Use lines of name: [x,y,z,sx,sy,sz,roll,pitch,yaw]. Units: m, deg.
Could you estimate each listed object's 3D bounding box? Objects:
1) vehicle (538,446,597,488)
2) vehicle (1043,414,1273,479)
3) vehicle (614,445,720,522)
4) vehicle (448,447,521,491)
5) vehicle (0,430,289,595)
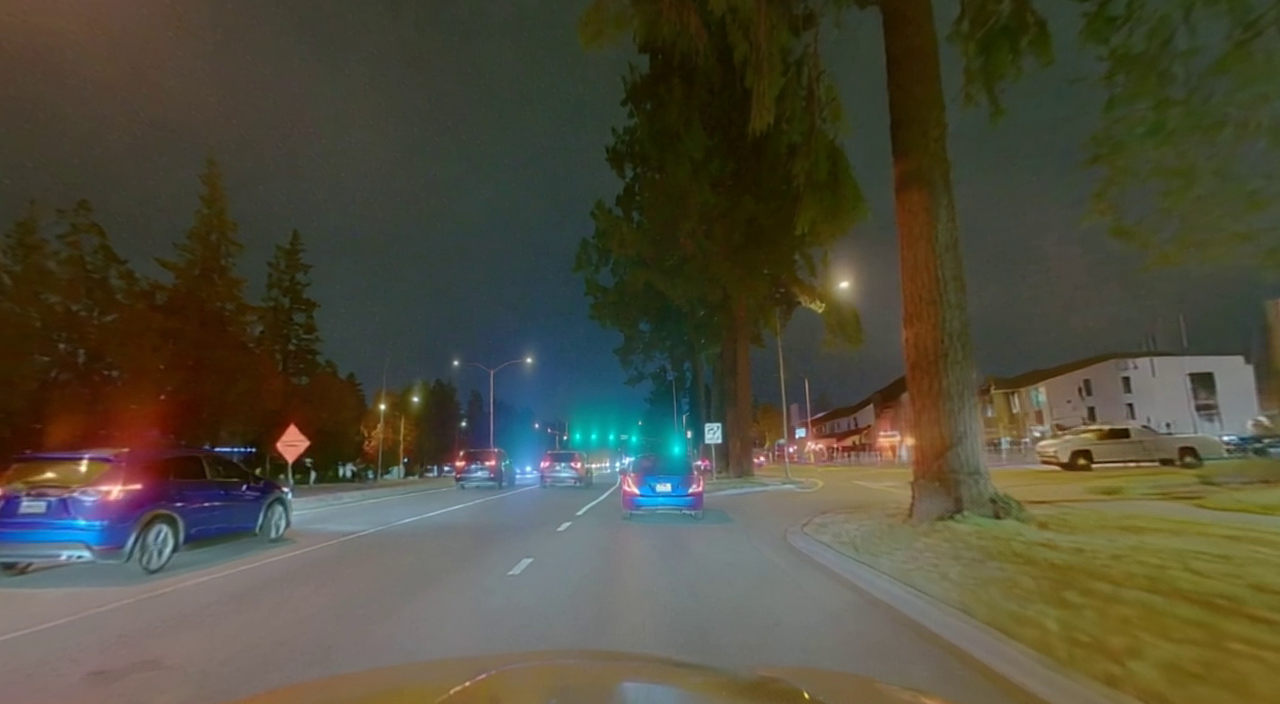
vehicle: [-3.244,5.247,29.133,2.055,1.725,4.732,0,-8,2]
vehicle: [17.964,3.320,22.207,5.852,1.962,2.323,-7,-11,41]
vehicle: [0.558,2.892,14.443,2.091,1.494,3.962,0,-8,1]
vehicle: [-6.872,5.193,28.323,2.032,1.767,4.549,0,-8,1]
vehicle: [-7.041,1.955,8.602,1.968,1.657,4.230,0,-8,1]
